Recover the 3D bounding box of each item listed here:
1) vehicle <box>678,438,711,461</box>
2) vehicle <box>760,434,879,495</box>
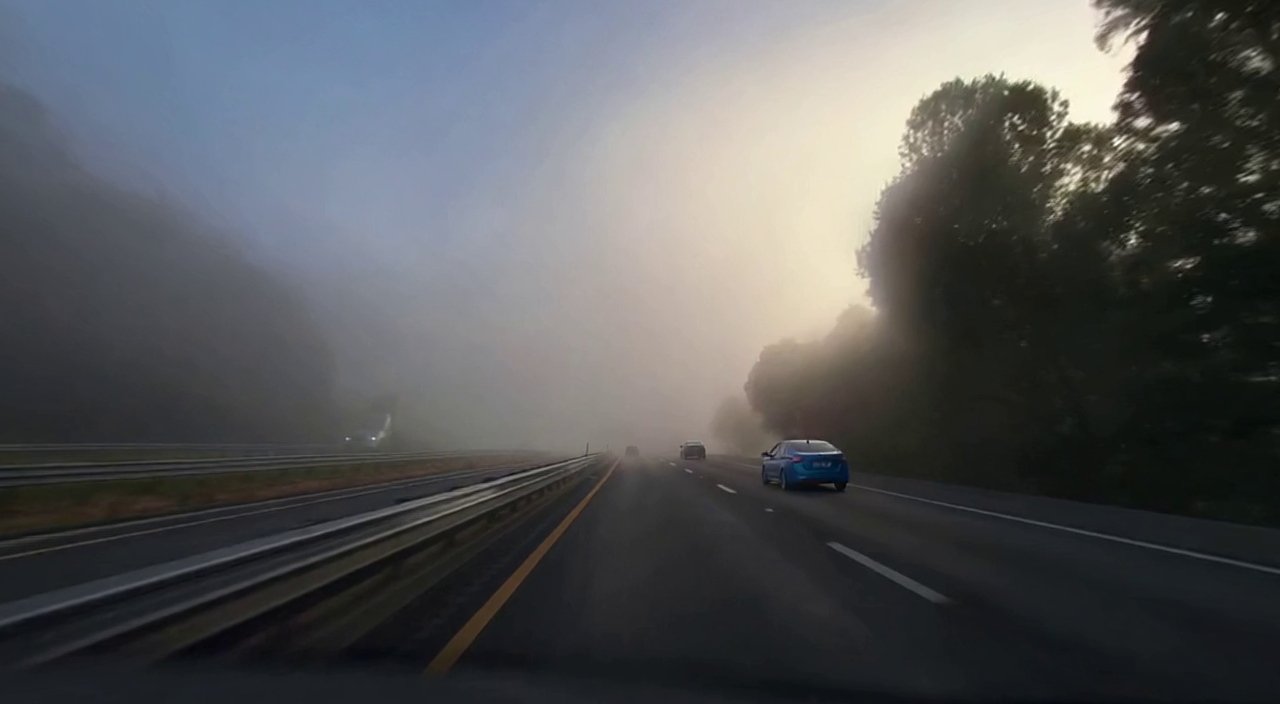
[{"bbox_3d":[3.856,6.994,45.121,1.945,1.538,3.729,0,-8,-2],"label":"vehicle"},{"bbox_3d":[4.915,3.129,17.933,2.072,1.528,4.176,0,-8,-1],"label":"vehicle"}]
